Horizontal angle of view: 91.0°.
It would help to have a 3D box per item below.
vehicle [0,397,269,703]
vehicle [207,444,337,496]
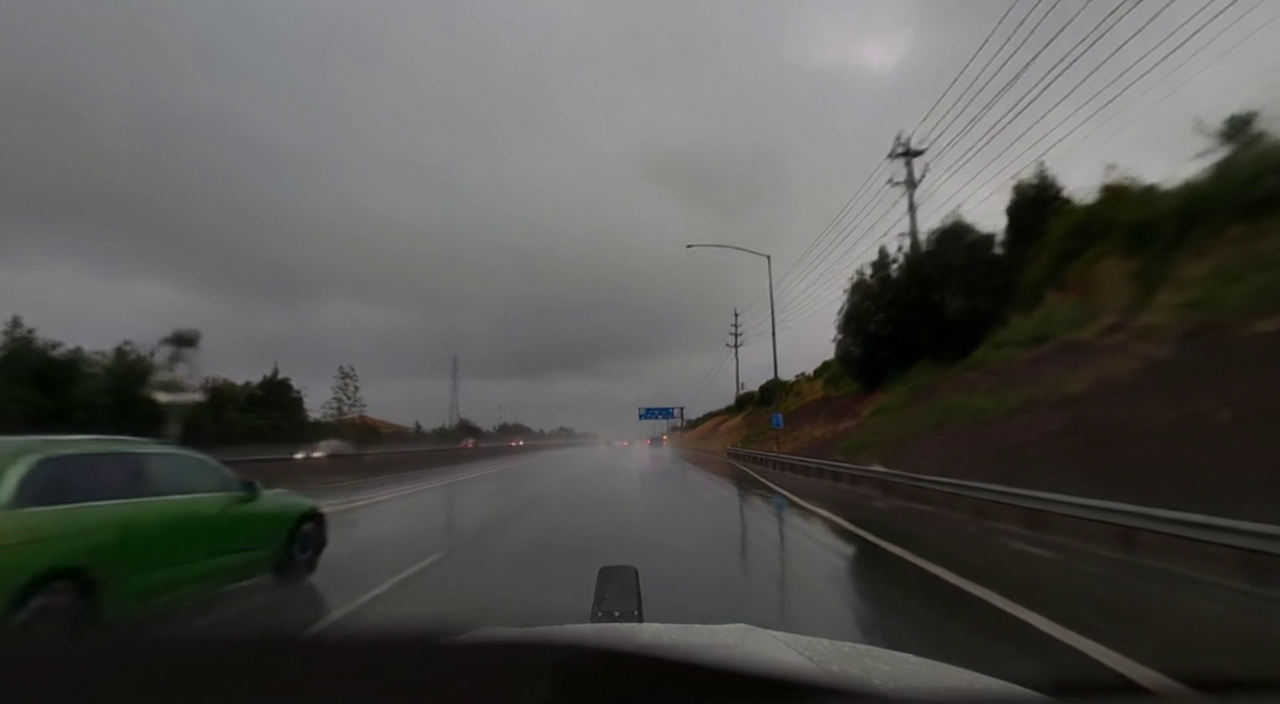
[{"bbox_3d":[-3.809,0.910,2.246,2.016,1.543,4.870,0,-8,0],"label":"vehicle"},{"bbox_3d":[-11.773,3.750,20.503,1.755,1.466,4.208,0,-8,-1],"label":"vehicle"}]
